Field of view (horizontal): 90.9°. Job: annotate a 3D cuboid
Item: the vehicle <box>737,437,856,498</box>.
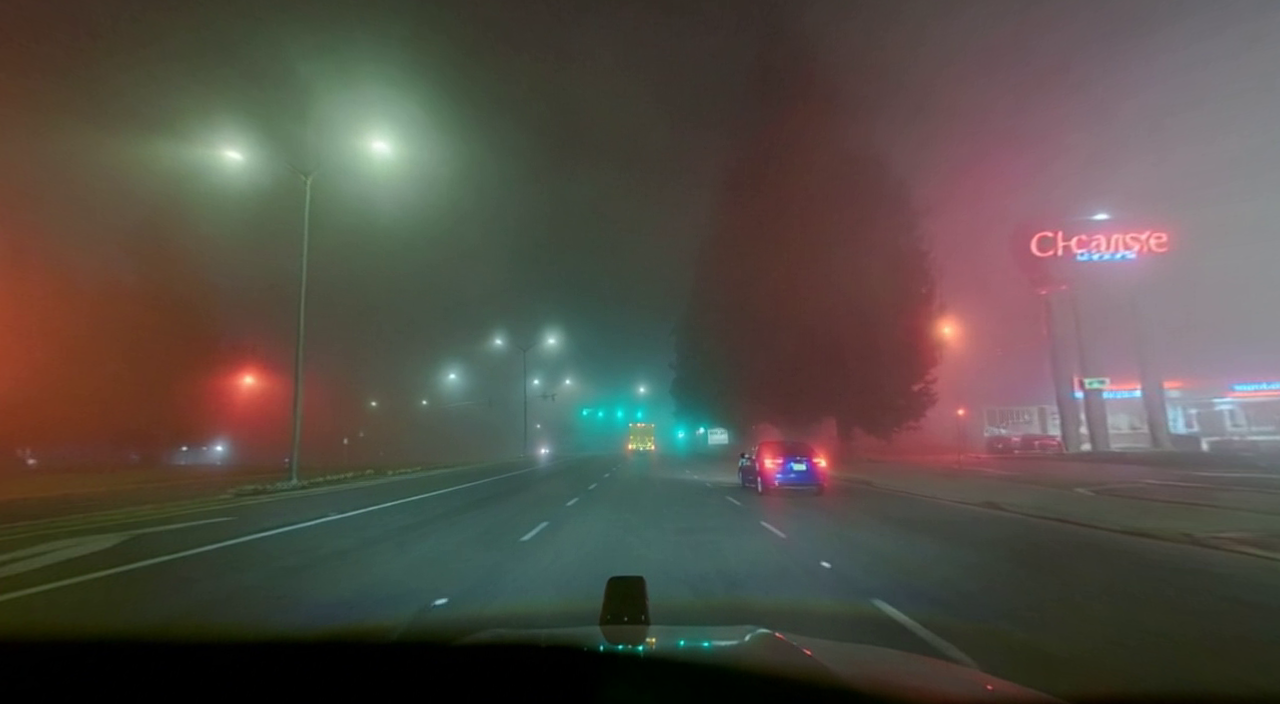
[{"bbox_3d":[4.100,3.111,17.444,2.005,1.442,4.675,0,-8,-1],"label":"vehicle"}]
